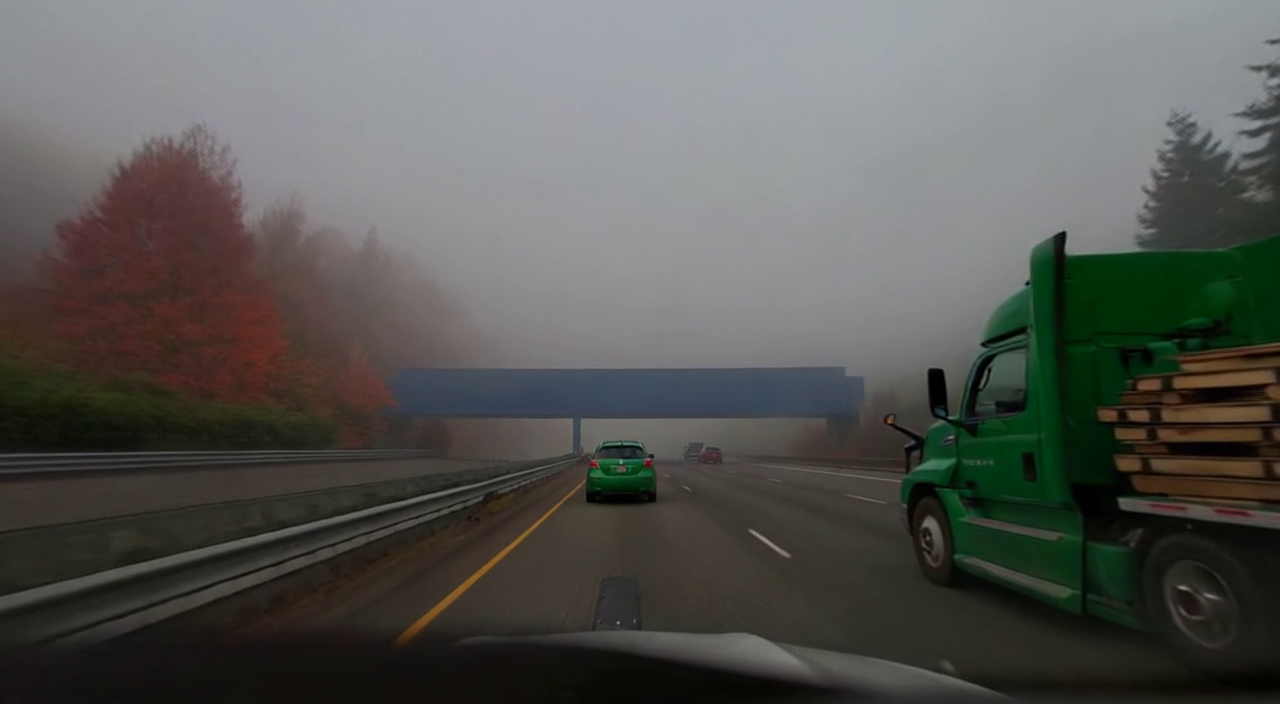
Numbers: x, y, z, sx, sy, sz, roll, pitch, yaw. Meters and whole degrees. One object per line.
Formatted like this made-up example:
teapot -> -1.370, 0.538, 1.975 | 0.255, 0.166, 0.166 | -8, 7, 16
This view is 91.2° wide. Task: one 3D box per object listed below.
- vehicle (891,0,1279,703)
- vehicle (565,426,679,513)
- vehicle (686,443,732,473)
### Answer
vehicle -> 4.191, -0.291, 1.960 | 2.992, 3.920, 8.831 | 0, -9, 0
vehicle -> -0.370, 2.662, 14.574 | 2.259, 1.699, 4.015 | 0, -9, 0
vehicle -> 3.690, 5.714, 34.021 | 1.894, 1.487, 3.751 | 0, -9, -2
